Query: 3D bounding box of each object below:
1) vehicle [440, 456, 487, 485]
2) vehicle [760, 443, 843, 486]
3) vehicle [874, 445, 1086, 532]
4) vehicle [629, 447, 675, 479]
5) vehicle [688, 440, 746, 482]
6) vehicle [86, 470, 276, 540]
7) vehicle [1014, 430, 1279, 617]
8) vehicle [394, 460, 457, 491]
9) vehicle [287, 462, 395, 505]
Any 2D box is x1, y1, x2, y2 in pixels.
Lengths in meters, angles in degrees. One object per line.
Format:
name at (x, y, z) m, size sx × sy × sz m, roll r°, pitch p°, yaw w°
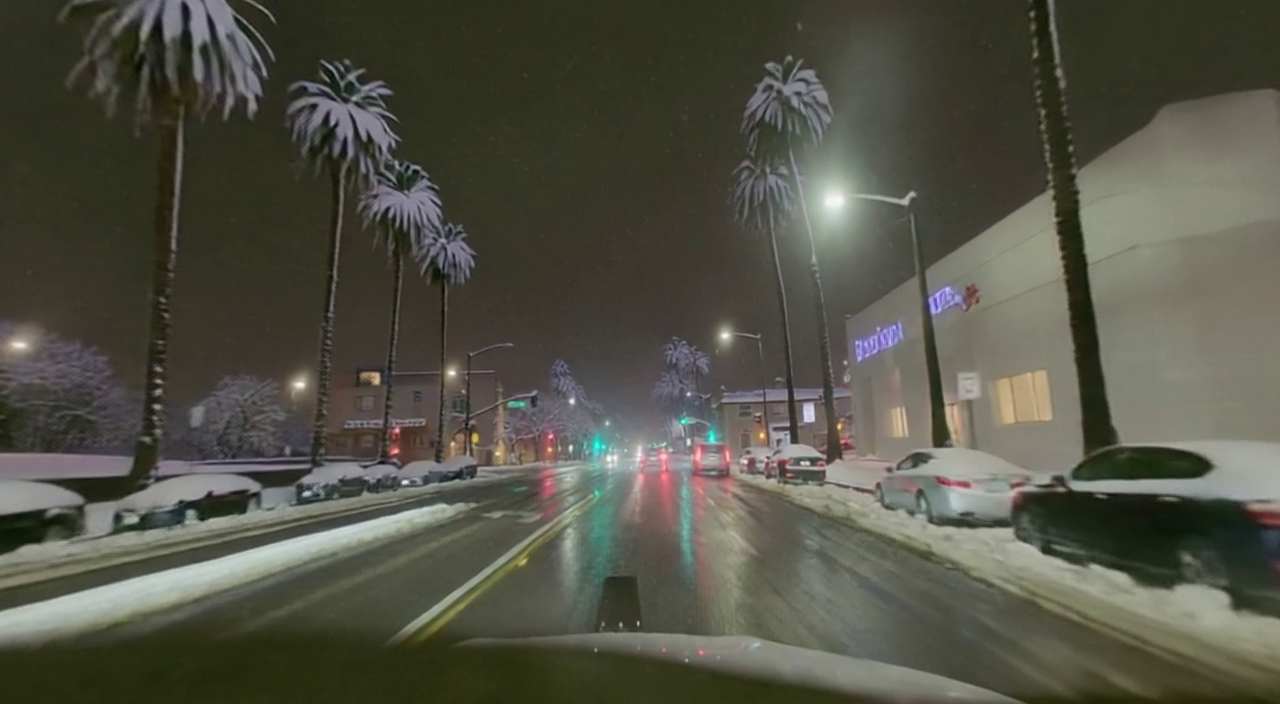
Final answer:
vehicle at (-11.857, 8.043, 42.692) m, size 1.949 × 1.682 × 4.094 m, roll -3°, pitch -12°, yaw 0°
vehicle at (6.746, 4.736, 26.949) m, size 2.174 × 1.643 × 4.860 m, roll 0°, pitch -9°, yaw -1°
vehicle at (6.732, 2.704, 13.215) m, size 1.932 × 1.464 × 4.475 m, roll 0°, pitch -9°, yaw 0°
vehicle at (0.563, 5.393, 31.025) m, size 2.088 × 1.452 × 3.993 m, roll 0°, pitch -9°, yaw 0°
vehicle at (3.295, 4.783, 27.956) m, size 2.003 × 1.702 × 4.288 m, roll 0°, pitch -9°, yaw 0°
vehicle at (-12.471, 4.147, 17.642) m, size 1.949 × 1.470 × 4.532 m, roll 0°, pitch -9°, yaw -1°
vehicle at (6.466, 1.728, 7.233) m, size 1.914 × 1.560 × 4.278 m, roll -1°, pitch -9°, yaw 3°
vehicle at (-11.842, 6.883, 35.209) m, size 1.978 × 1.501 × 4.355 m, roll -3°, pitch -11°, yaw 0°
vehicle at (-12.092, 5.401, 25.961) m, size 2.188 × 1.490 × 4.511 m, roll -3°, pitch -12°, yaw 0°
